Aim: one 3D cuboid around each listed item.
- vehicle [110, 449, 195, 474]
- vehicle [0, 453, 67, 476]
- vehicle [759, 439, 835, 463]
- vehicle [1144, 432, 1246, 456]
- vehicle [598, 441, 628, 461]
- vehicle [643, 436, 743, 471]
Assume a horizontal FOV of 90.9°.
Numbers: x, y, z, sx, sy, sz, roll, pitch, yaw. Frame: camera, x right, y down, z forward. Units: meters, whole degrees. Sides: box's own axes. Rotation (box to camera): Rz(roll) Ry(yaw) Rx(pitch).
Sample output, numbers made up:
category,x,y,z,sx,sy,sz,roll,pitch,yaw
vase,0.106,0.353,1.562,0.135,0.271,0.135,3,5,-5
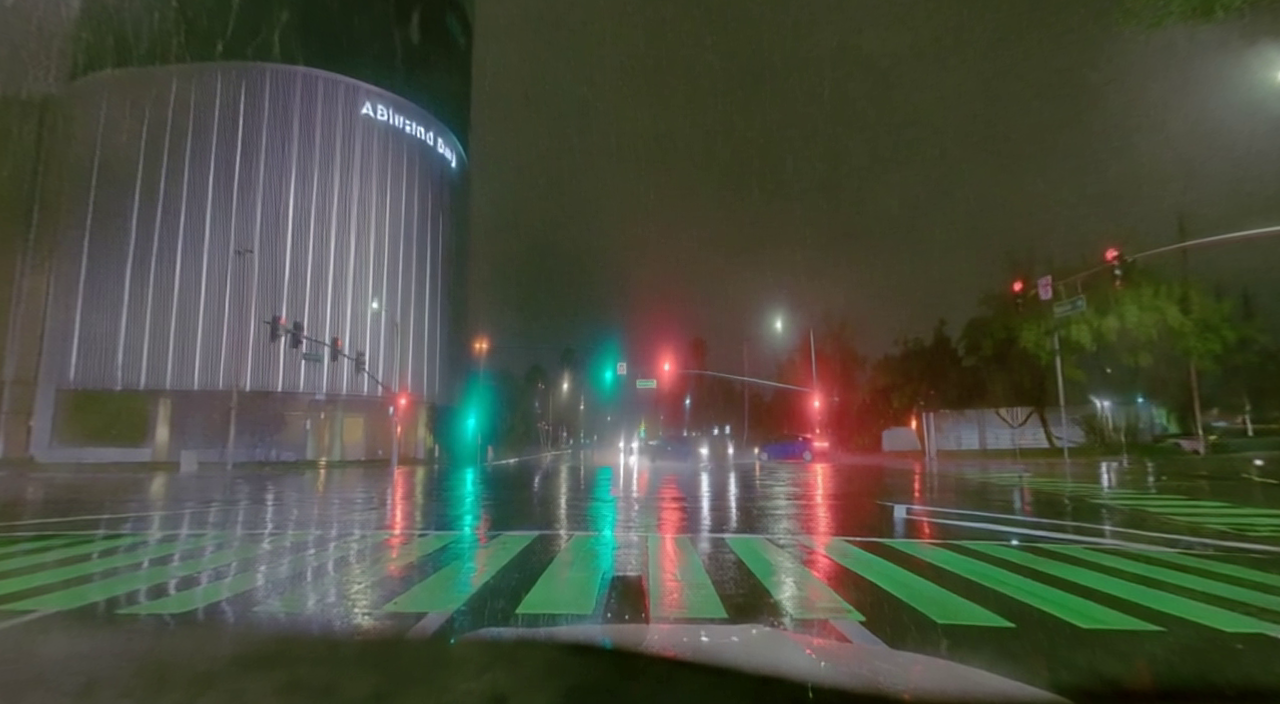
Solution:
category,x,y,z,sx,sy,sz,roll,pitch,yaw
vehicle,-33.033,7.402,42.769,4.136,1.661,1.857,0,-8,1
vehicle,-41.619,7.634,42.789,3.698,1.467,1.779,0,-8,1
vehicle,9.869,6.294,39.976,4.529,1.457,1.981,-2,-9,11
vehicle,36.196,6.016,41.169,4.767,1.456,1.858,-1,-8,3
vehicle,-2.079,7.747,49.260,2.057,1.467,4.354,0,-8,2
vehicle,2.350,4.721,29.517,2.280,1.454,4.836,5,-10,-31
